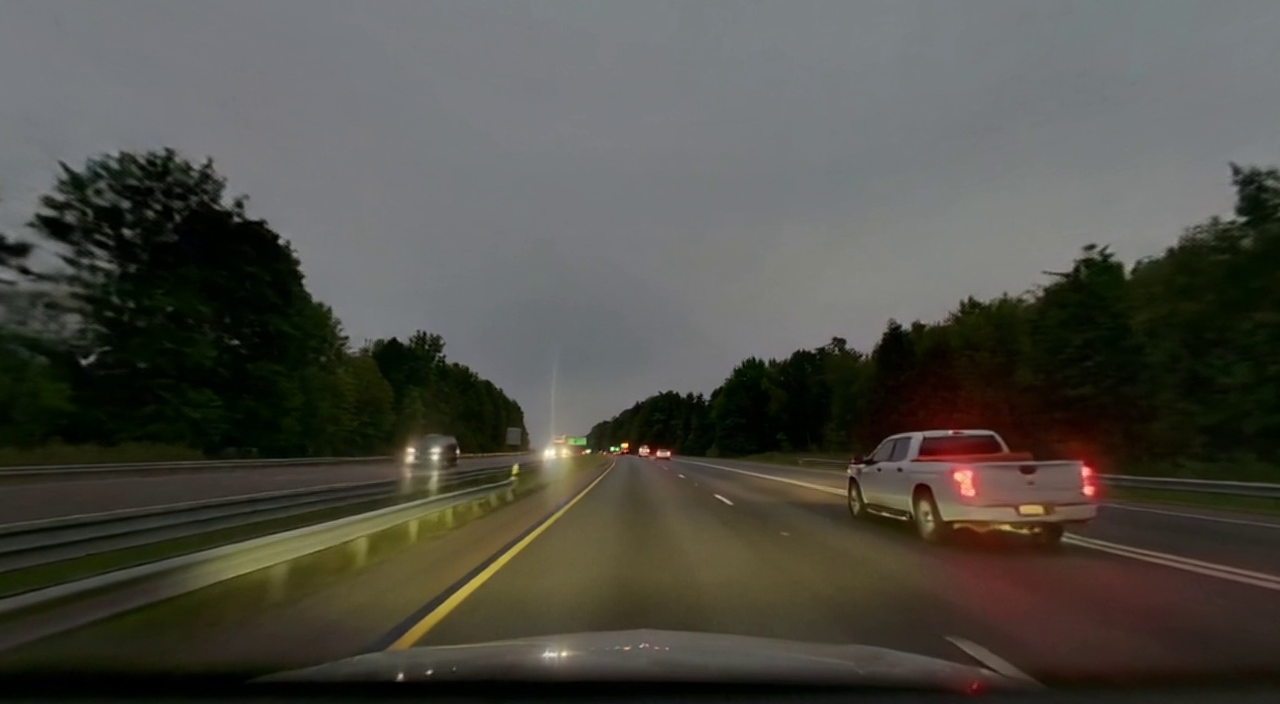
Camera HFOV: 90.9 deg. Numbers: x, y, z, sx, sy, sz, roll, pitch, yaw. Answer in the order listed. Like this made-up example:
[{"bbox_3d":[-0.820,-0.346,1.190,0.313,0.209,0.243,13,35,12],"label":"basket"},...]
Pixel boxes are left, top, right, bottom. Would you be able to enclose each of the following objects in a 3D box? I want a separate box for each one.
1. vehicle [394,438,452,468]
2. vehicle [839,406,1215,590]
[{"bbox_3d":[-13.157,6.142,38.431,1.954,1.706,4.514,0,-9,0],"label":"vehicle"},{"bbox_3d":[4.266,1.675,8.059,1.933,1.663,4.440,0,-9,0],"label":"vehicle"}]
